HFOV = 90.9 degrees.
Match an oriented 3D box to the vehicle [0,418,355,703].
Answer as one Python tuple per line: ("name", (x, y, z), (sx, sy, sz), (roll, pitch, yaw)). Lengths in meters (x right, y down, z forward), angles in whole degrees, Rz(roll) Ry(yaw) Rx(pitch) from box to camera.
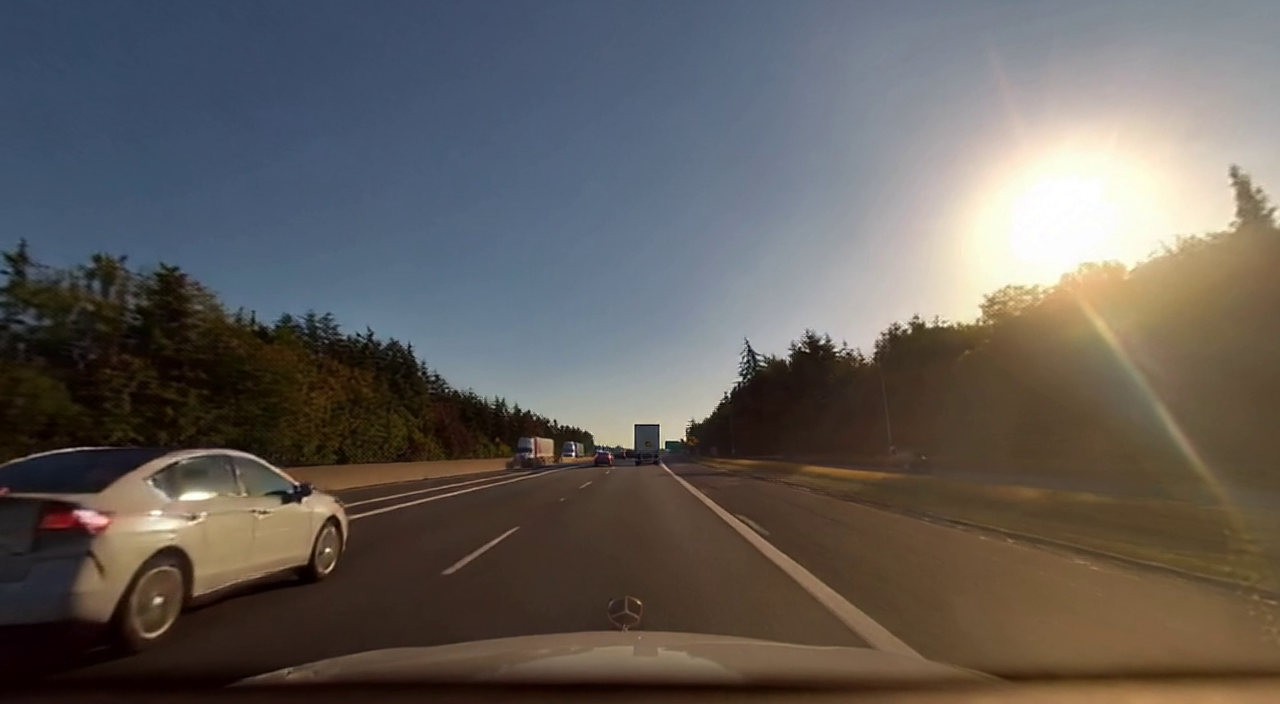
("vehicle", (-4.215, 1.364, 5.023), (1.945, 1.488, 4.043), (0, -9, 0))
